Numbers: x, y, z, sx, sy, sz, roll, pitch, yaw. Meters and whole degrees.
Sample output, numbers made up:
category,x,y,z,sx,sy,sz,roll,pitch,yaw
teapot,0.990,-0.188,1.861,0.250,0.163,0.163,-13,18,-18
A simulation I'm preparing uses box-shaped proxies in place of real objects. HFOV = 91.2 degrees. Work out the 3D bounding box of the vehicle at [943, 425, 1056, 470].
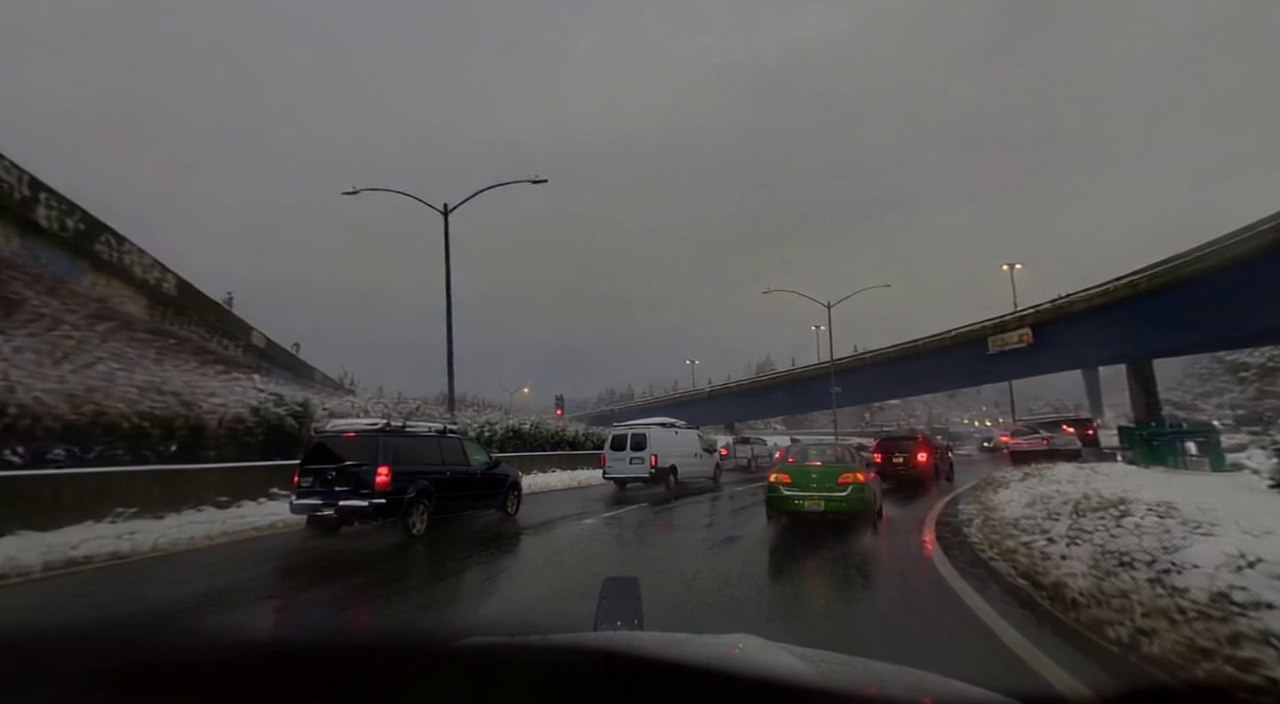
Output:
category,x,y,z,sx,sy,sz,roll,pitch,yaw
vehicle,12.809,3.393,22.296,3.902,1.446,1.780,5,-11,-33

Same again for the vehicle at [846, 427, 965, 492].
category,x,y,z,sx,sy,sz,roll,pitch,yaw
vehicle,7.366,2.908,17.166,1.830,1.519,4.253,-7,-11,38

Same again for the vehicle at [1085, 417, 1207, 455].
category,x,y,z,sx,sy,sz,roll,pitch,yaw
vehicle,20.752,3.459,25.738,3.934,1.485,1.763,2,-9,-14

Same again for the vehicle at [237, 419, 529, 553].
category,x,y,z,sx,sy,sz,roll,pitch,yaw
vehicle,-3.544,1.923,9.638,1.921,1.554,4.081,-3,-9,17

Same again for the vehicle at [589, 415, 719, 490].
category,x,y,z,sx,sy,sz,roll,pitch,yaw
vehicle,0.510,2.830,17.733,1.835,1.825,4.005,-6,-11,32

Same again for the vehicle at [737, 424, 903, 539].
category,x,y,z,sx,sy,sz,roll,pitch,yaw
vehicle,3.153,2.048,10.457,2.064,1.515,3.722,-4,-10,24
